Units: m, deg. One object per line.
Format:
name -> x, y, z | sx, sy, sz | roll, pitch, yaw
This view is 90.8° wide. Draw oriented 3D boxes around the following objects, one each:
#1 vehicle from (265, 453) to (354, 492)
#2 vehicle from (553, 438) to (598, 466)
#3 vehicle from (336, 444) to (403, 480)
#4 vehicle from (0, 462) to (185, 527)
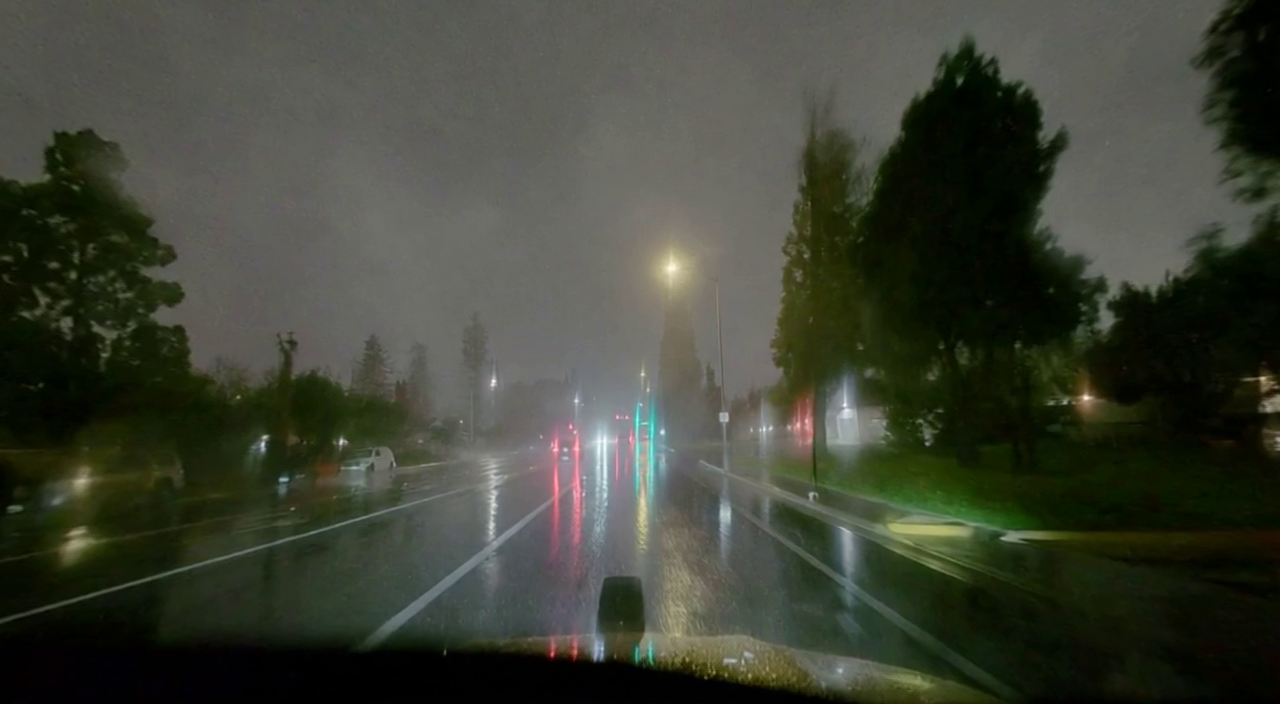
vehicle -> -15.575, 5.647, 30.042 | 1.901, 1.454, 4.249 | -3, -7, 1
vehicle -> -3.515, 5.534, 35.110 | 2.030, 1.467, 4.251 | 0, -8, 0
vehicle -> -15.785, 6.383, 37.152 | 2.050, 1.784, 4.577 | -3, -7, -1
vehicle -> -15.696, 3.973, 18.123 | 1.927, 1.479, 4.543 | 0, -8, -1
